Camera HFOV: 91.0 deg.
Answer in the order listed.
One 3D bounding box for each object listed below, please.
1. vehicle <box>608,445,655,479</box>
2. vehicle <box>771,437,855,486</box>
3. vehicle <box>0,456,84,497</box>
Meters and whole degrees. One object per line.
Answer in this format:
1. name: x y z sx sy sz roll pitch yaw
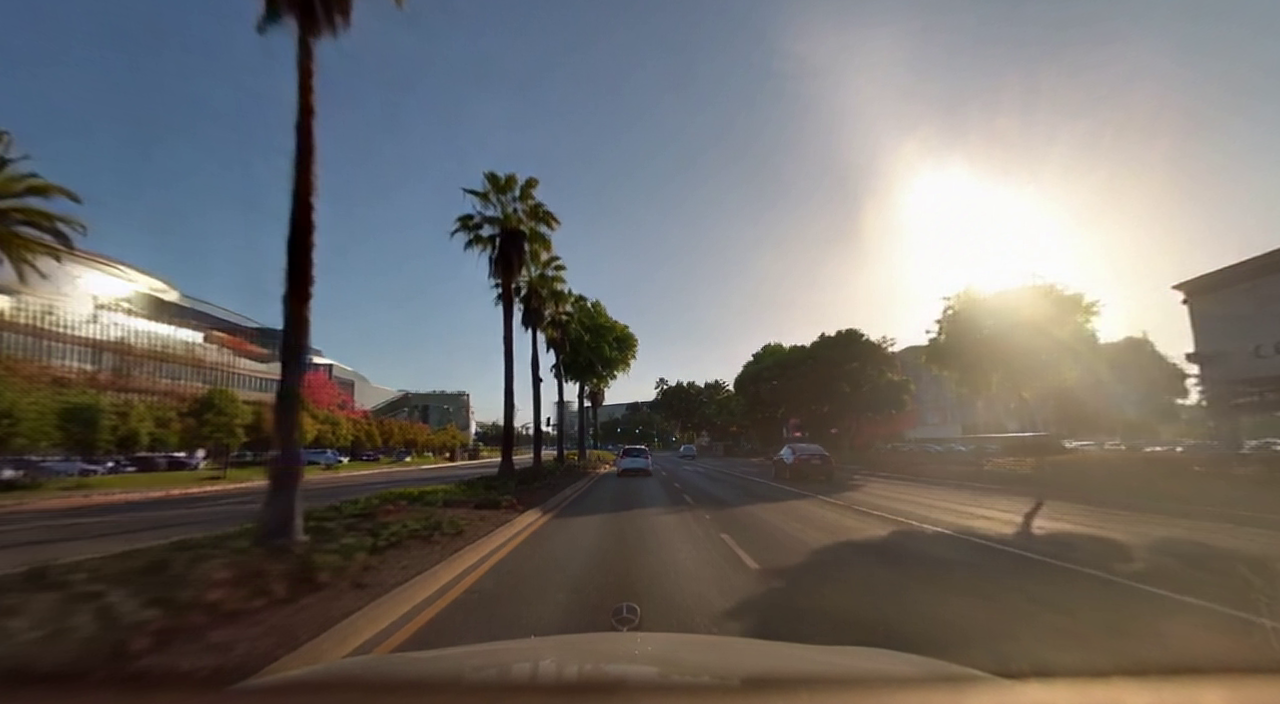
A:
1. vehicle: -0.354 4.849 28.118 1.970 1.402 3.756 0 -8 0
2. vehicle: 6.391 4.082 23.759 1.949 1.647 3.894 0 -8 -2
3. vehicle: -24.388 4.790 24.428 3.898 1.459 1.680 1 -8 -2
